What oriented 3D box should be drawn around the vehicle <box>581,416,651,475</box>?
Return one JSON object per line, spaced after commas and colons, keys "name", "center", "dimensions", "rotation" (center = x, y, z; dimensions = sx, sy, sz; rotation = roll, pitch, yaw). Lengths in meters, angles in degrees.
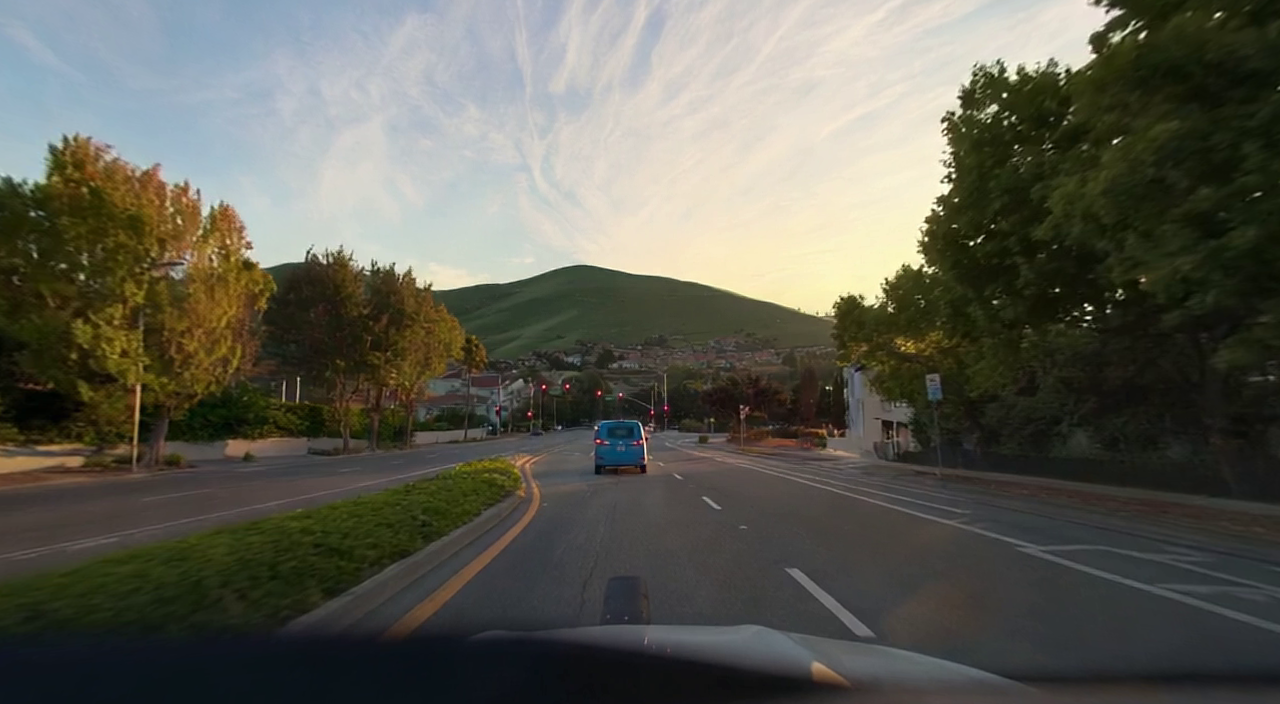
{"name": "vehicle", "center": [-0.849, 3.261, 21.980], "dimensions": [2.185, 1.822, 4.391], "rotation": [0, -8, -3]}
